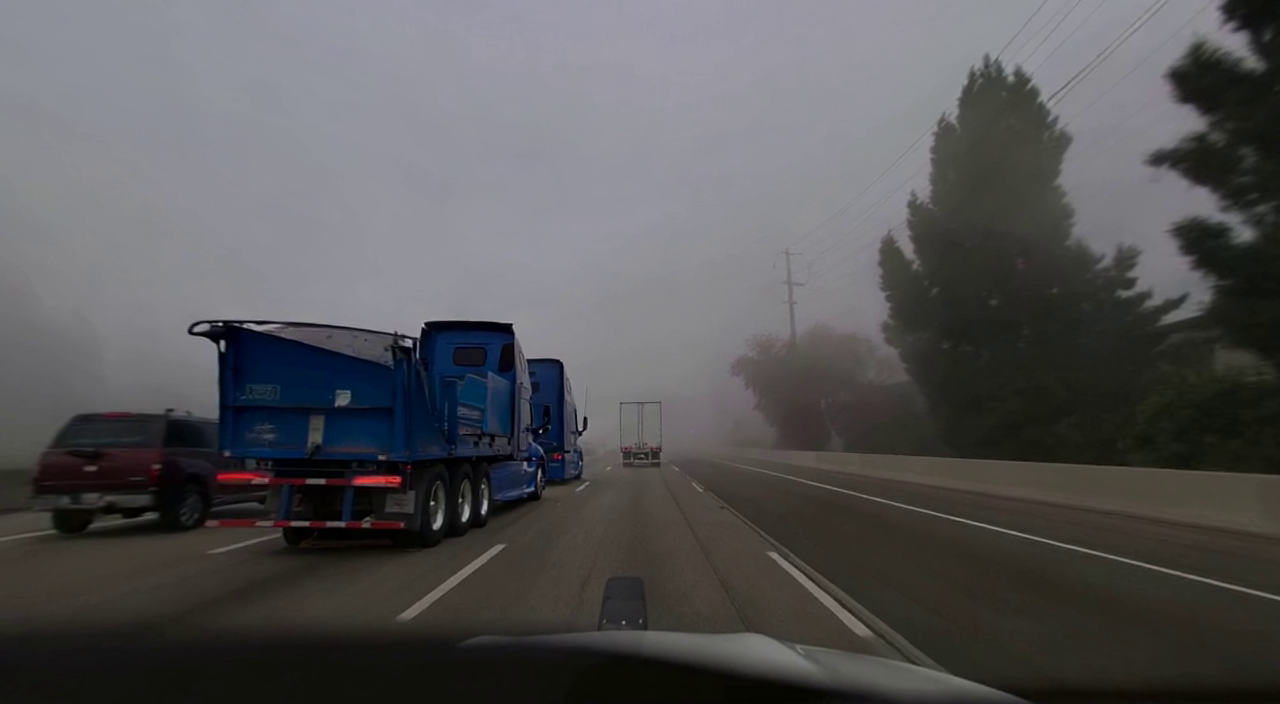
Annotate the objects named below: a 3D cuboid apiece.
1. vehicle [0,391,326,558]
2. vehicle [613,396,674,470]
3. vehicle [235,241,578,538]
[{"bbox_3d":[-7.447,1.797,9.924,2.168,1.897,5.308,0,-9,1],"label":"vehicle"},{"bbox_3d":[0.119,4.708,35.752,2.941,3.604,9.851,0,-9,-1],"label":"vehicle"},{"bbox_3d":[-3.887,1.628,16.454,2.875,4.083,15.756,0,-9,0],"label":"vehicle"}]
